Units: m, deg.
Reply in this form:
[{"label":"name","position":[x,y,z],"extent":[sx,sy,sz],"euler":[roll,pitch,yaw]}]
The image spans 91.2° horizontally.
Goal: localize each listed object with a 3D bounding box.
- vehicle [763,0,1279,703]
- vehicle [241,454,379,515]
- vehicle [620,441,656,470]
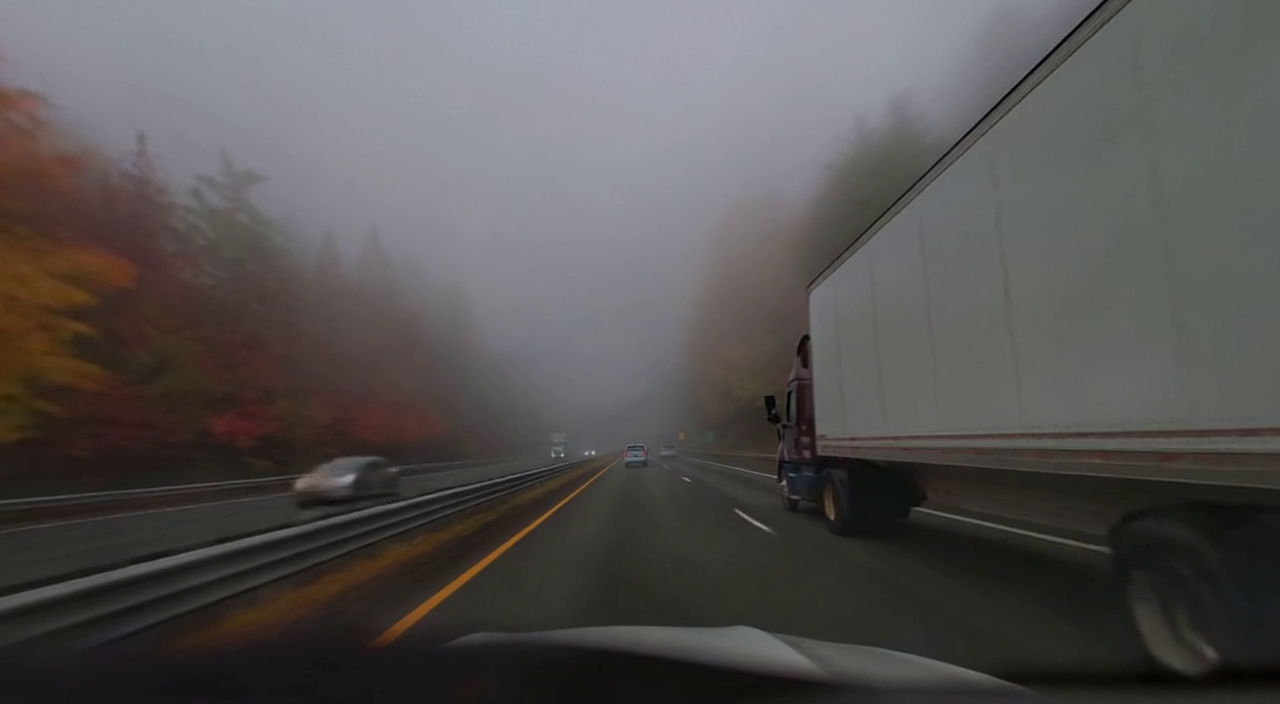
[{"label":"vehicle","position":[4.276,0.223,6.564],"extent":[3.068,4.042,13.787],"euler":[0,-9,0]},{"label":"vehicle","position":[-9.438,3.796,18.368],"extent":[1.841,1.503,3.978],"euler":[-1,-9,0]},{"label":"vehicle","position":[-0.169,6.526,39.537],"extent":[2.151,1.693,4.201],"euler":[0,-9,-1]}]
